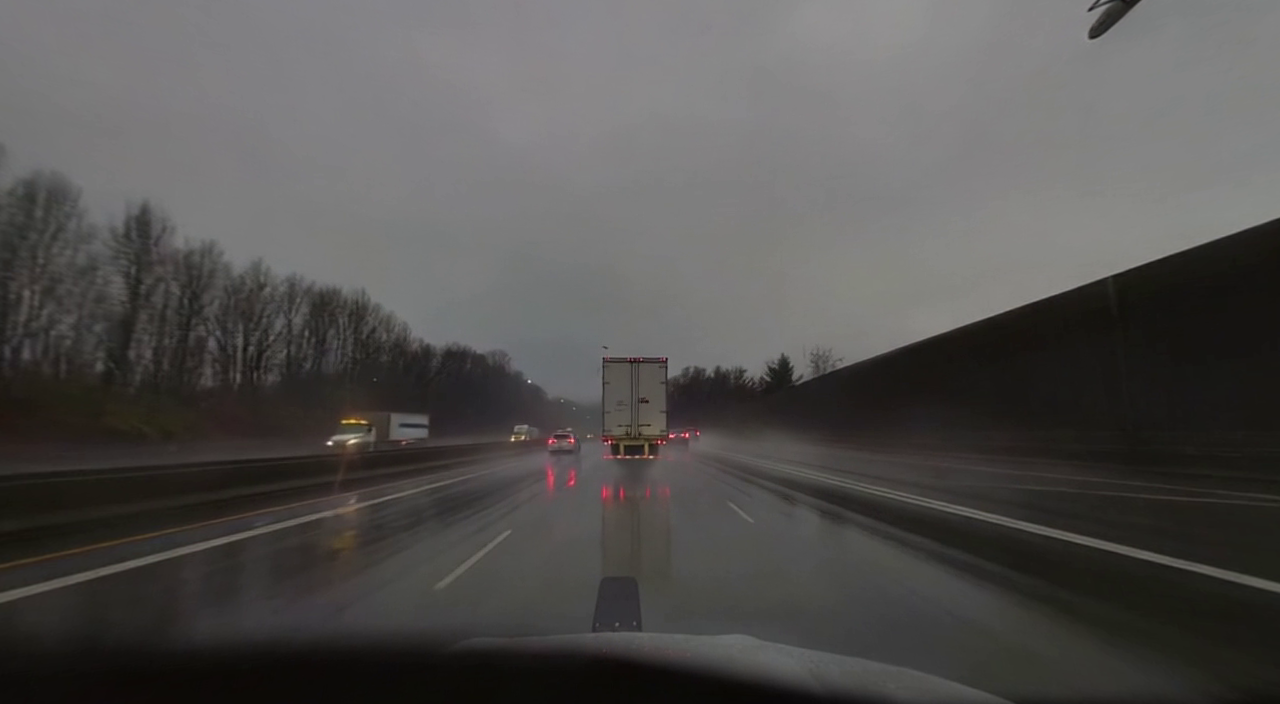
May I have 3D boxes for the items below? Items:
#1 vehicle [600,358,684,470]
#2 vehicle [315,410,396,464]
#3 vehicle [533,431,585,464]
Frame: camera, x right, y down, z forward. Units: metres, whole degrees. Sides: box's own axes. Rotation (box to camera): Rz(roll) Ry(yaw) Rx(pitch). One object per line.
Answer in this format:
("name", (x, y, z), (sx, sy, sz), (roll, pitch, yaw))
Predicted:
("vehicle", (0.013, 3.299, 30.703), (2.965, 3.972, 16.689), (0, -8, 0))
("vehicle", (-21.925, 6.589, 48.909), (3.143, 3.890, 6.384), (0, -7, 1))
("vehicle", (-3.911, 4.690, 31.113), (2.005, 1.521, 4.454), (0, -8, 0))
